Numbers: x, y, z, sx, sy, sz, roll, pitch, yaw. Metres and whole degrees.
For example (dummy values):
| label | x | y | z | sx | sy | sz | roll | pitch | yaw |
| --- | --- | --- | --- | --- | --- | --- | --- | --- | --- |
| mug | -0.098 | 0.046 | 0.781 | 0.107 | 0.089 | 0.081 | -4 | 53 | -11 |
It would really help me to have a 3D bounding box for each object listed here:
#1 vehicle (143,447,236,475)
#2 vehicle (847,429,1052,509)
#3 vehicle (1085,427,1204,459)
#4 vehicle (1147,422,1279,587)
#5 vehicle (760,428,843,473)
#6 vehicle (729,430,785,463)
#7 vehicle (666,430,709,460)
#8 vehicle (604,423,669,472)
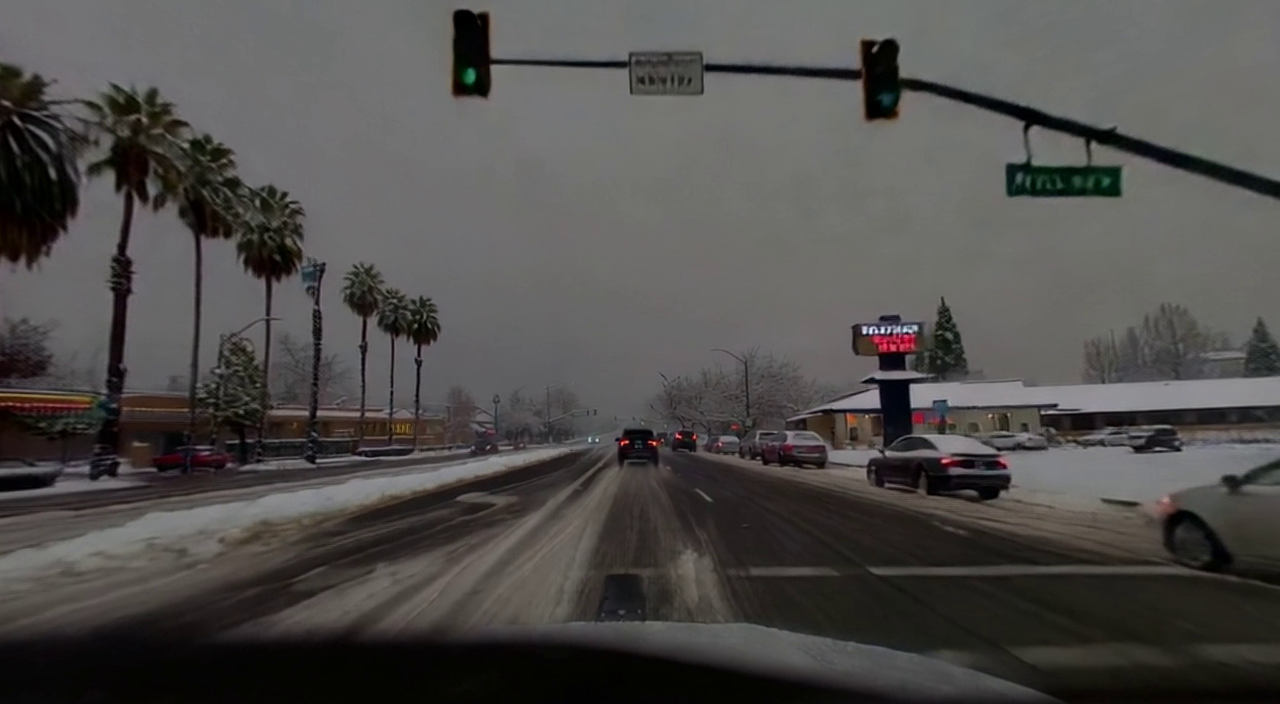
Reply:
| label | x | y | z | sx | sy | sz | roll | pitch | yaw |
| --- | --- | --- | --- | --- | --- | --- | --- | --- | --- |
| vehicle | -27.884 | 6.752 | 39.238 | 4.139 | 1.702 | 2.040 | 0 | -8 | -2 |
| vehicle | 6.603 | 2.550 | 14.339 | 2.038 | 1.476 | 5.032 | 0 | -8 | -1 |
| vehicle | 28.633 | 5.174 | 35.957 | 4.839 | 1.758 | 2.257 | 0 | -8 | -3 |
| vehicle | 6.683 | 1.241 | 4.799 | 1.902 | 1.461 | 4.428 | 0 | -8 | -2 |
| vehicle | 6.526 | 4.056 | 26.167 | 2.100 | 1.675 | 4.536 | 0 | -8 | -2 |
| vehicle | 6.401 | 5.258 | 35.143 | 2.001 | 1.692 | 4.800 | 0 | -8 | -2 |
| vehicle | 2.913 | 5.857 | 39.854 | 2.187 | 1.777 | 4.444 | 0 | -8 | -2 |
| vehicle | -0.170 | 3.977 | 26.364 | 2.428 | 1.816 | 4.959 | 0 | -8 | -1 |
